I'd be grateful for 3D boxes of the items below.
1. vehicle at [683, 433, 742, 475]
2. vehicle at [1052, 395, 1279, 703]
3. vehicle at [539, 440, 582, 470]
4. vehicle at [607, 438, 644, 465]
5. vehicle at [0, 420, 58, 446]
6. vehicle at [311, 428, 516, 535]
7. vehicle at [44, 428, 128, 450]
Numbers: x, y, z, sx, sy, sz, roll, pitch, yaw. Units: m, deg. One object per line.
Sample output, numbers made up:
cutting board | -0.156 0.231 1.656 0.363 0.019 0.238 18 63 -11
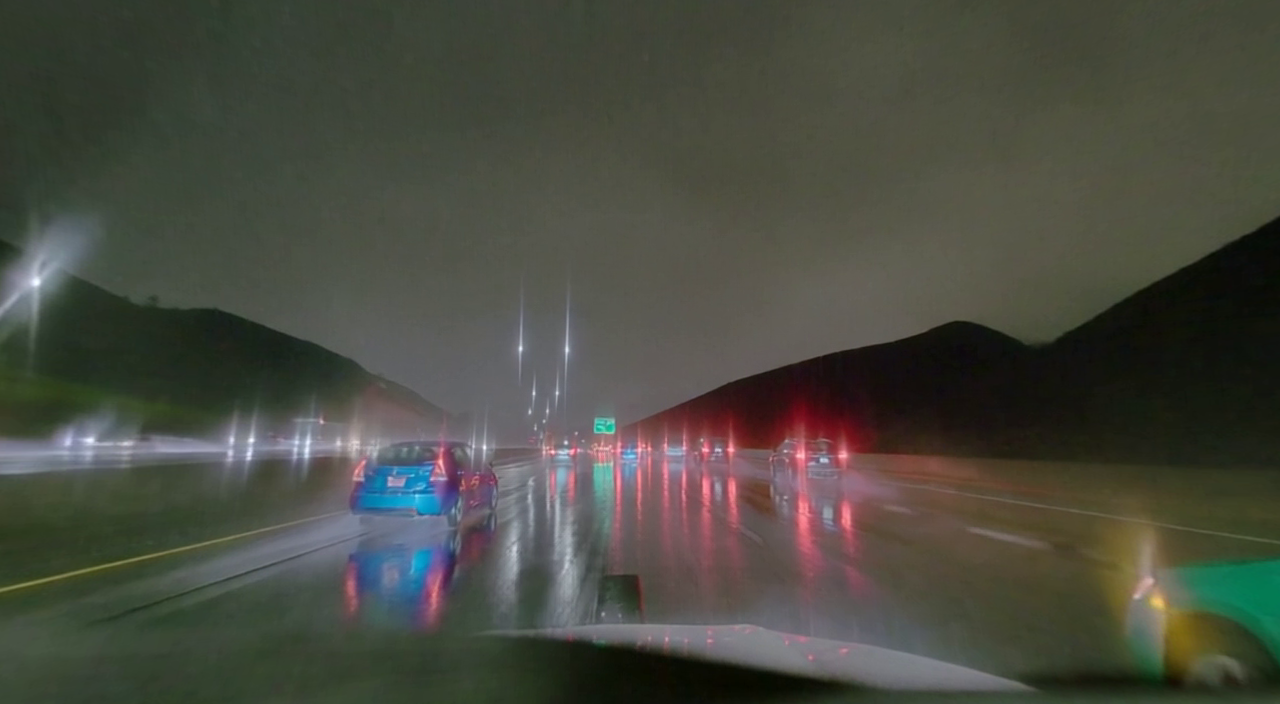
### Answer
vehicle | 3.398 4.897 30.458 2.222 1.820 4.733 0 -9 0
vehicle | 3.445 0.759 1.224 2.136 1.511 4.706 0 -9 1
vehicle | -4.132 5.398 33.237 1.796 1.464 3.839 0 -9 0
vehicle | -0.880 6.250 39.520 2.147 1.572 4.094 0 -9 0
vehicle | -43.664 5.609 43.541 1.931 1.703 5.272 1 -8 -2
vehicle | -3.679 2.175 11.196 1.993 1.500 4.248 0 -9 1
vehicle | -39.419 6.231 44.948 1.790 1.511 4.734 1 -8 -2
